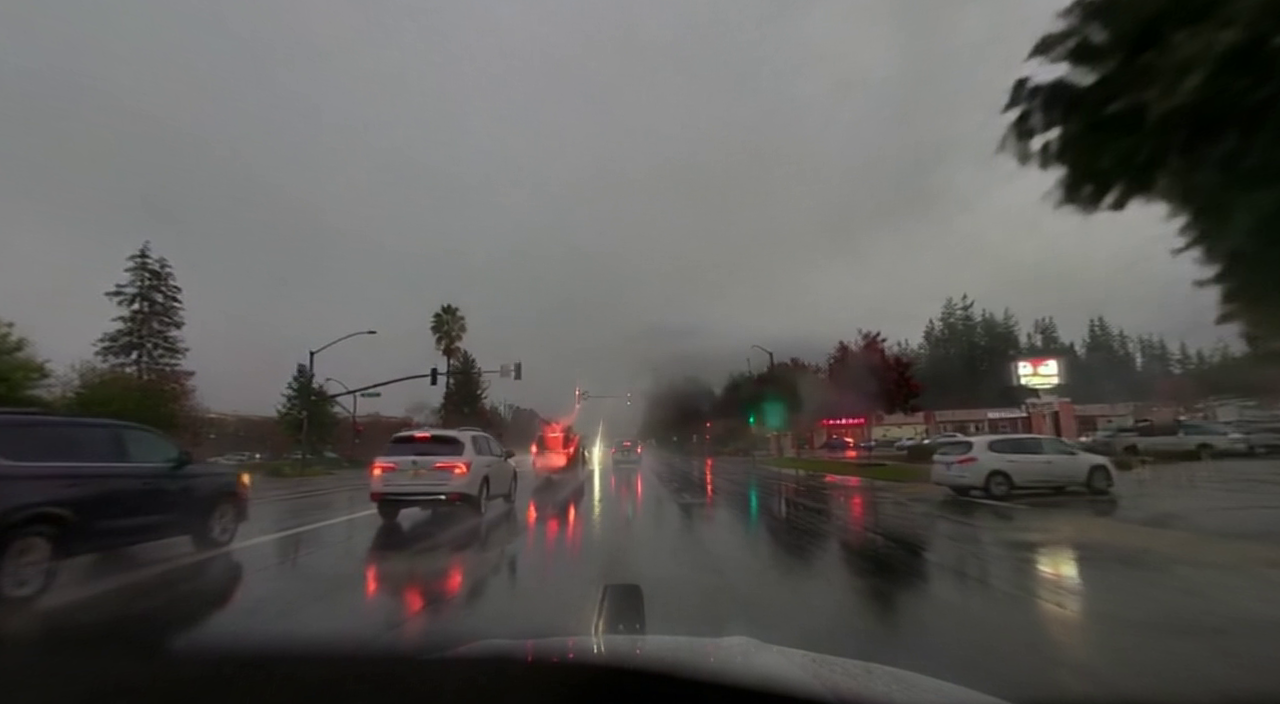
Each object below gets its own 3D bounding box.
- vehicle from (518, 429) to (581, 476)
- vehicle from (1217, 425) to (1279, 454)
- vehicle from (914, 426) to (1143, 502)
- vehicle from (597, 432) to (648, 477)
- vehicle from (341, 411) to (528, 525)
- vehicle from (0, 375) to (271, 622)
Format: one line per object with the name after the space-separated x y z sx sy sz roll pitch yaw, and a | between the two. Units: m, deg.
-4.153 4.749 30.111 2.252 1.999 5.605 0 -8 -1 | vehicle
32.346 4.408 31.923 4.438 1.423 1.897 0 -8 0 | vehicle
9.813 2.798 16.157 4.734 1.726 2.039 1 -8 -11 | vehicle
-0.761 4.505 27.937 2.061 1.809 4.141 0 -8 -1 | vehicle
-3.873 2.291 13.074 2.159 1.877 4.925 0 -8 1 | vehicle
-5.924 1.316 6.217 2.093 1.803 4.668 0 -8 -6 | vehicle
